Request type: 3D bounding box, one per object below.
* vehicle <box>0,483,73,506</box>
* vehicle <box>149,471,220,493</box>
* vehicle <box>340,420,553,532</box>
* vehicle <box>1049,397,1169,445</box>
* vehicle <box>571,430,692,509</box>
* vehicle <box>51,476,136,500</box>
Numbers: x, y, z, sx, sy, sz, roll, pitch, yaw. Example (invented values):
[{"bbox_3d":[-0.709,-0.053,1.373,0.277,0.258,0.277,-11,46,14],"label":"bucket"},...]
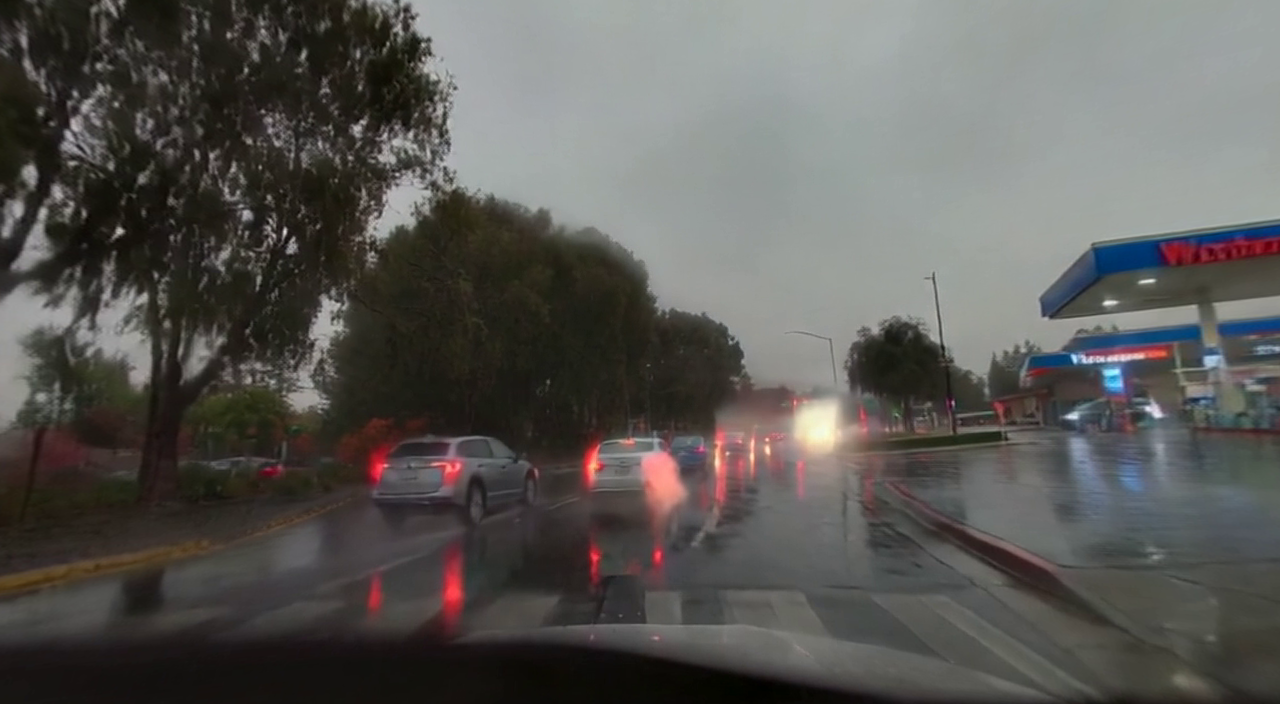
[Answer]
[{"bbox_3d":[-45.914,10.814,47.910,1.603,1.398,3.616,-6,-10,22],"label":"vehicle"},{"bbox_3d":[-36.058,10.300,49.877,4.507,1.533,1.999,-2,-9,14],"label":"vehicle"},{"bbox_3d":[-3.519,2.375,12.675,2.102,1.774,4.662,-2,-9,11],"label":"vehicle"},{"bbox_3d":[23.824,3.633,32.360,2.322,2.152,5.668,-3,-9,8],"label":"vehicle"},{"bbox_3d":[-0.040,2.696,14.862,2.060,1.580,3.980,-2,-9,11],"label":"vehicle"},{"bbox_3d":[-38.025,9.459,43.834,4.384,1.490,2.031,-2,-10,10],"label":"vehicle"}]
